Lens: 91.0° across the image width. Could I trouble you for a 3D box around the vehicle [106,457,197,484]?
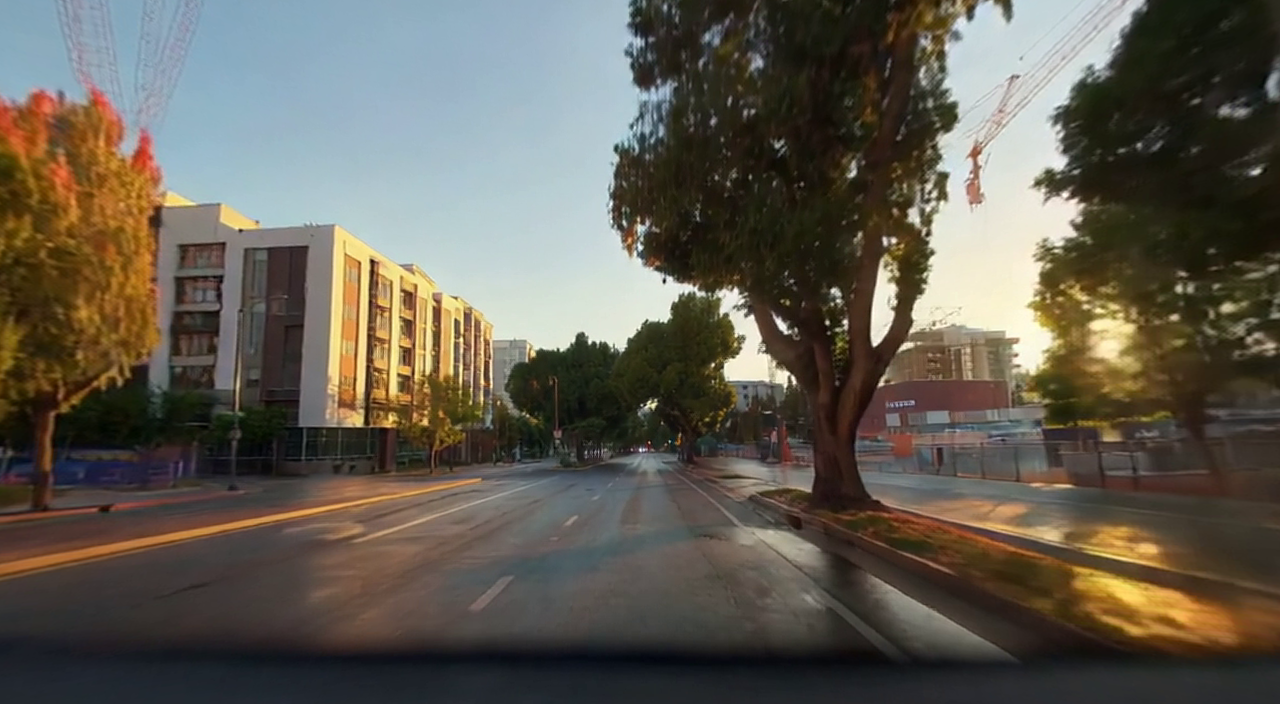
[{"bbox_3d":[-32.548,7.889,42.078,4.308,1.598,1.891,0,-8,-8],"label":"vehicle"}]
